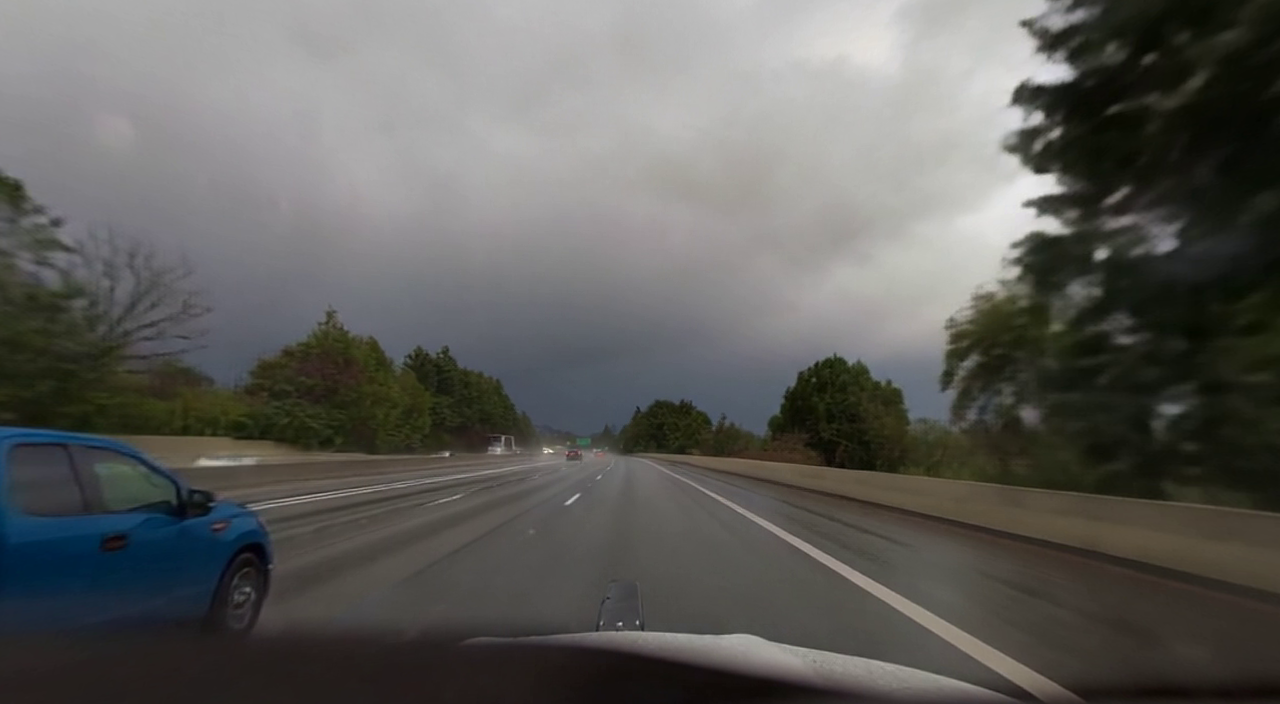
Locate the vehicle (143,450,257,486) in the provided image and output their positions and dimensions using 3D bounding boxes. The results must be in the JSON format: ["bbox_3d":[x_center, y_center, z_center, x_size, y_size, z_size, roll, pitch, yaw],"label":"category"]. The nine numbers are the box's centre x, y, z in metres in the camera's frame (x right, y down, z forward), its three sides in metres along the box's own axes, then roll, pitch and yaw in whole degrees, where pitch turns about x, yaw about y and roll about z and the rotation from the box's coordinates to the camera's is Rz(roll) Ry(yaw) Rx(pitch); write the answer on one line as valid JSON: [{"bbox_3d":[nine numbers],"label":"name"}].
[{"bbox_3d":[-21.651,5.698,31.367,2.186,1.603,4.899,0,-9,-1],"label":"vehicle"}]
